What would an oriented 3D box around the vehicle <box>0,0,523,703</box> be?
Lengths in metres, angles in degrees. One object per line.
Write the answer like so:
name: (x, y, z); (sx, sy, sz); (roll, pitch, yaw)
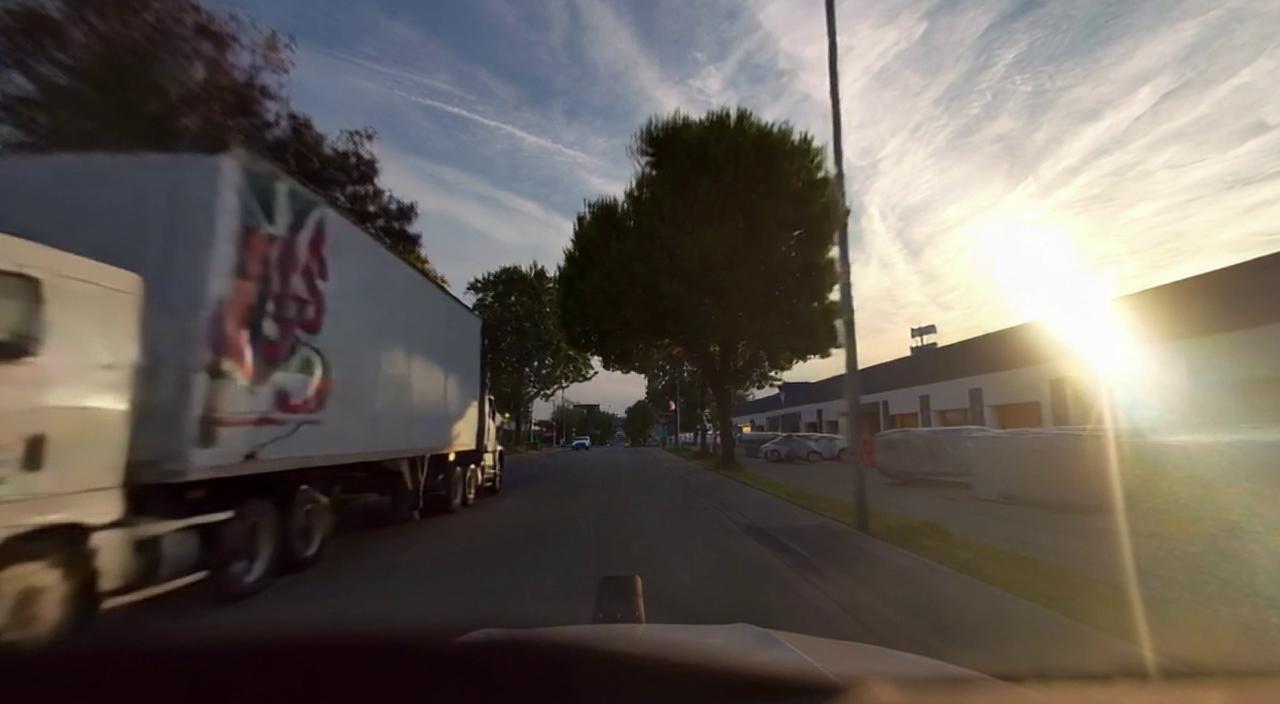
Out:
vehicle: (-4.844, 0.484, 10.051); (2.976, 4.754, 15.127); (0, -7, 0)
